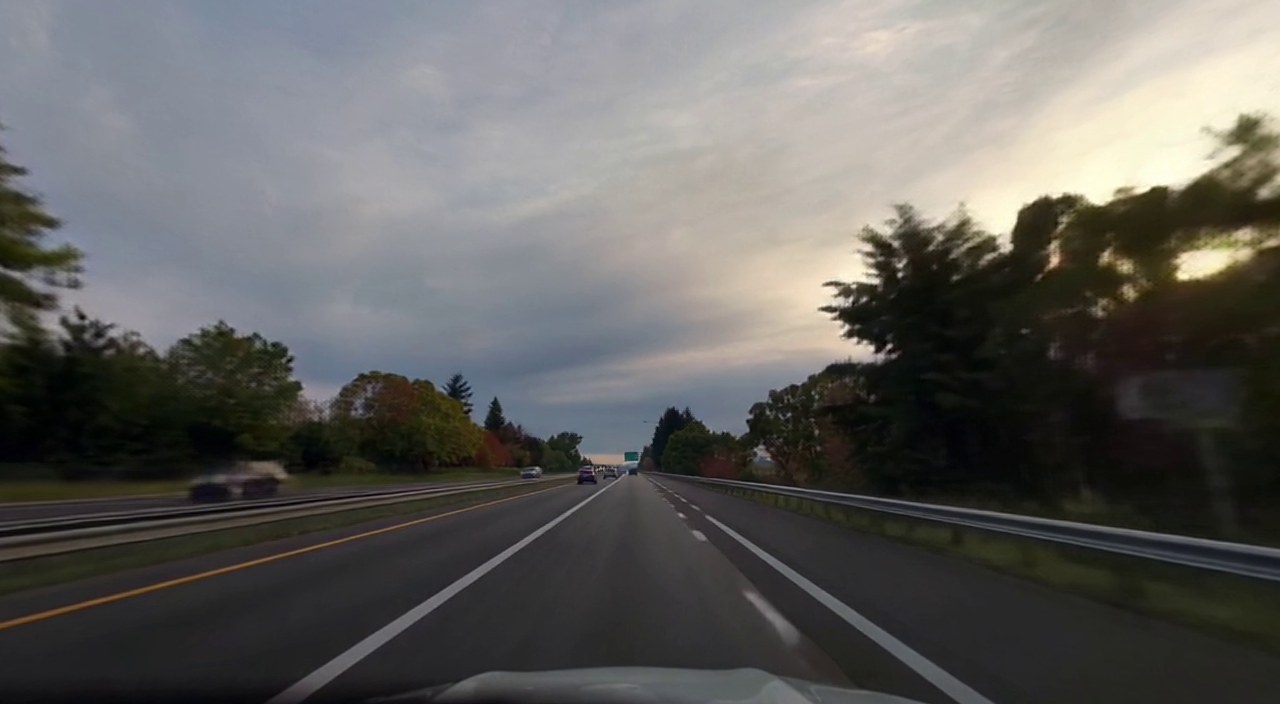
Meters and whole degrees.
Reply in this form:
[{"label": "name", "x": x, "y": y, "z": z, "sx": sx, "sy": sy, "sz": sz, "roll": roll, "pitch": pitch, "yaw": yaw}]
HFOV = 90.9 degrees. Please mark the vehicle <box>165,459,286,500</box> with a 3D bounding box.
[{"label": "vehicle", "x": -17.497, "y": 5.416, "z": 26.917, "sx": 1.973, "sy": 1.567, "sz": 4.633, "roll": 1, "pitch": -11, "yaw": 0}]
